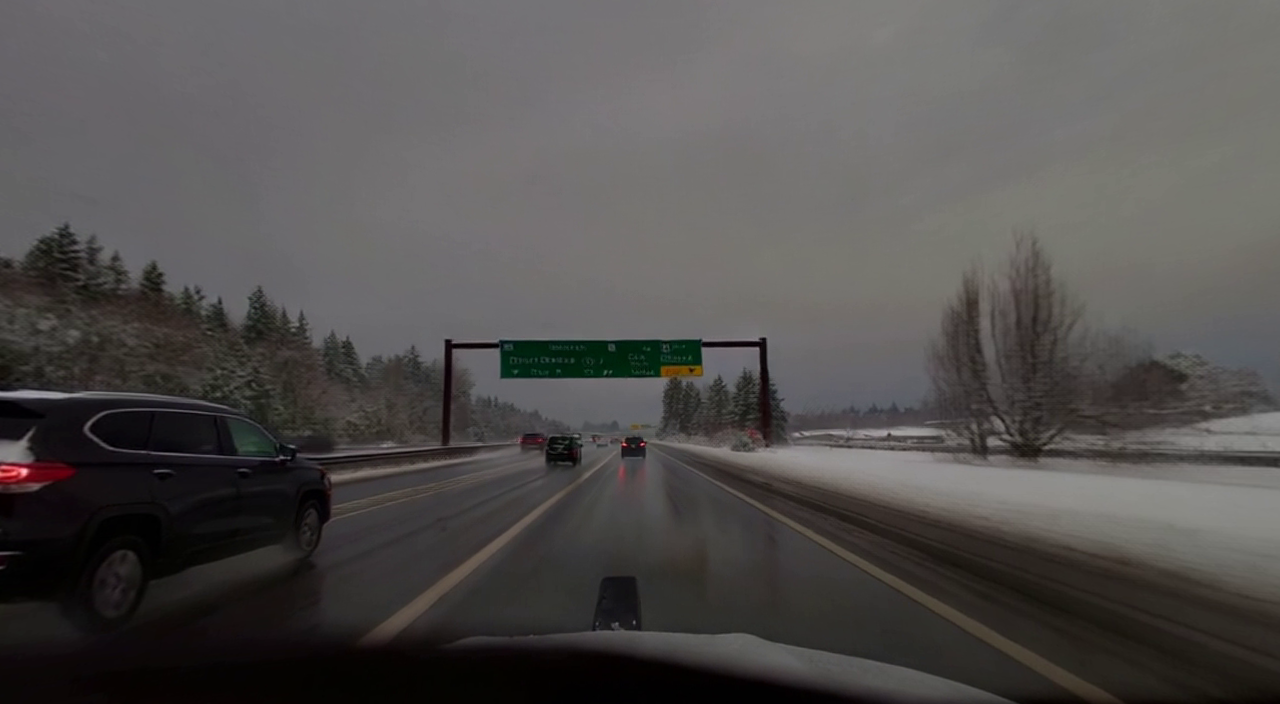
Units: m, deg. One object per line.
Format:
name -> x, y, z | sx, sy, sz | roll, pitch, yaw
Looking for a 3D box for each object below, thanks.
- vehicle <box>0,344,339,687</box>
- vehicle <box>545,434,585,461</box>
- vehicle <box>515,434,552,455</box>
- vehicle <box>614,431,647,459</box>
vehicle -> -4.449, 1.099, 5.001 | 1.971, 1.822, 4.366 | 0, -8, -1
vehicle -> -4.335, 5.576, 36.944 | 1.909, 1.445, 4.087 | 0, -8, 0
vehicle -> -8.179, 7.107, 48.629 | 1.953, 1.524, 4.863 | 0, -8, 0
vehicle -> -0.566, 5.815, 39.491 | 2.002, 1.611, 3.778 | 0, -8, 0
